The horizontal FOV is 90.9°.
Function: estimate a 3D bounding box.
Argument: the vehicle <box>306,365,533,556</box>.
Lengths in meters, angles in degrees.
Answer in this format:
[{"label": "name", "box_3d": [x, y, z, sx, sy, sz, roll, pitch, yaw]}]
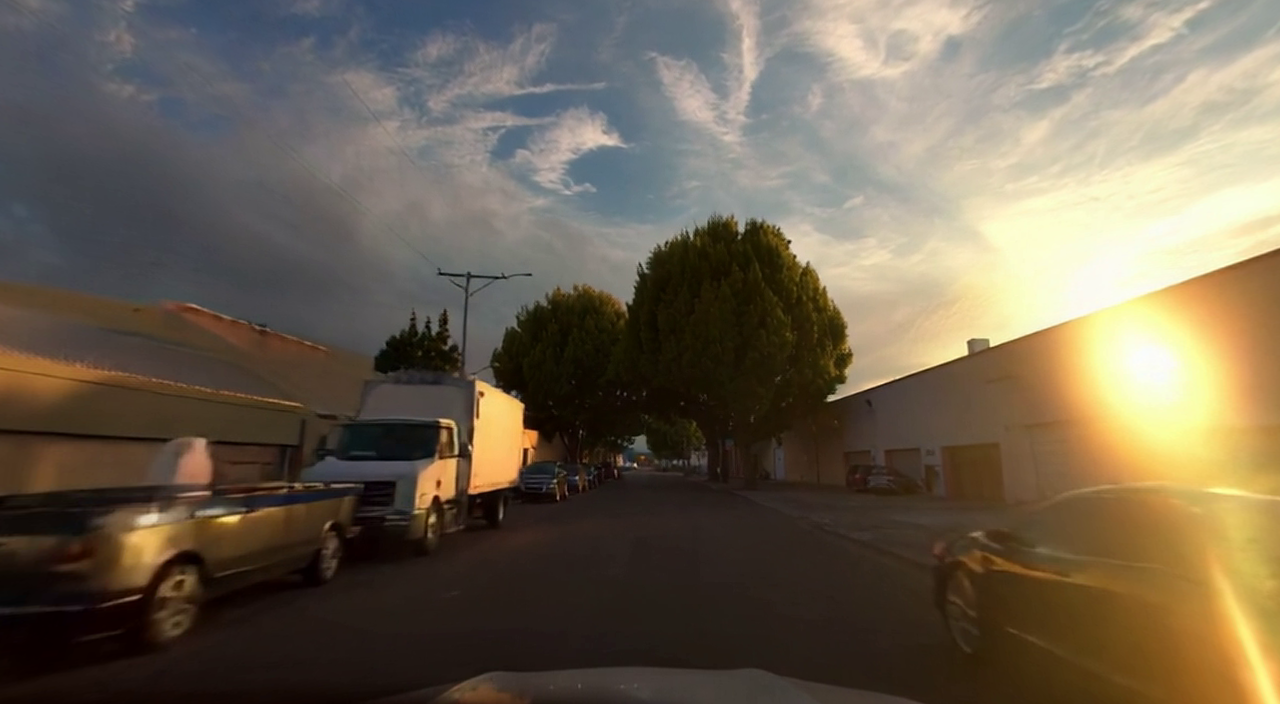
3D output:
[{"label": "vehicle", "box_3d": [-3.649, 2.068, 11.973, 2.242, 2.726, 5.581, 1, -11, -1]}]

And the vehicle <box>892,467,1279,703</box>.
[{"label": "vehicle", "box_3d": [2.927, 1.312, 3.049, 1.819, 1.446, 3.909, 1, -11, 1]}]

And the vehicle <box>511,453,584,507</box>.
[{"label": "vehicle", "box_3d": [-3.270, 4.623, 23.238, 1.886, 1.640, 4.311, 2, -8, 2]}]

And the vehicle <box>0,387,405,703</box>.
[{"label": "vehicle", "box_3d": [-3.852, 1.429, 5.513, 1.917, 1.735, 4.032, 1, -11, 1]}]
